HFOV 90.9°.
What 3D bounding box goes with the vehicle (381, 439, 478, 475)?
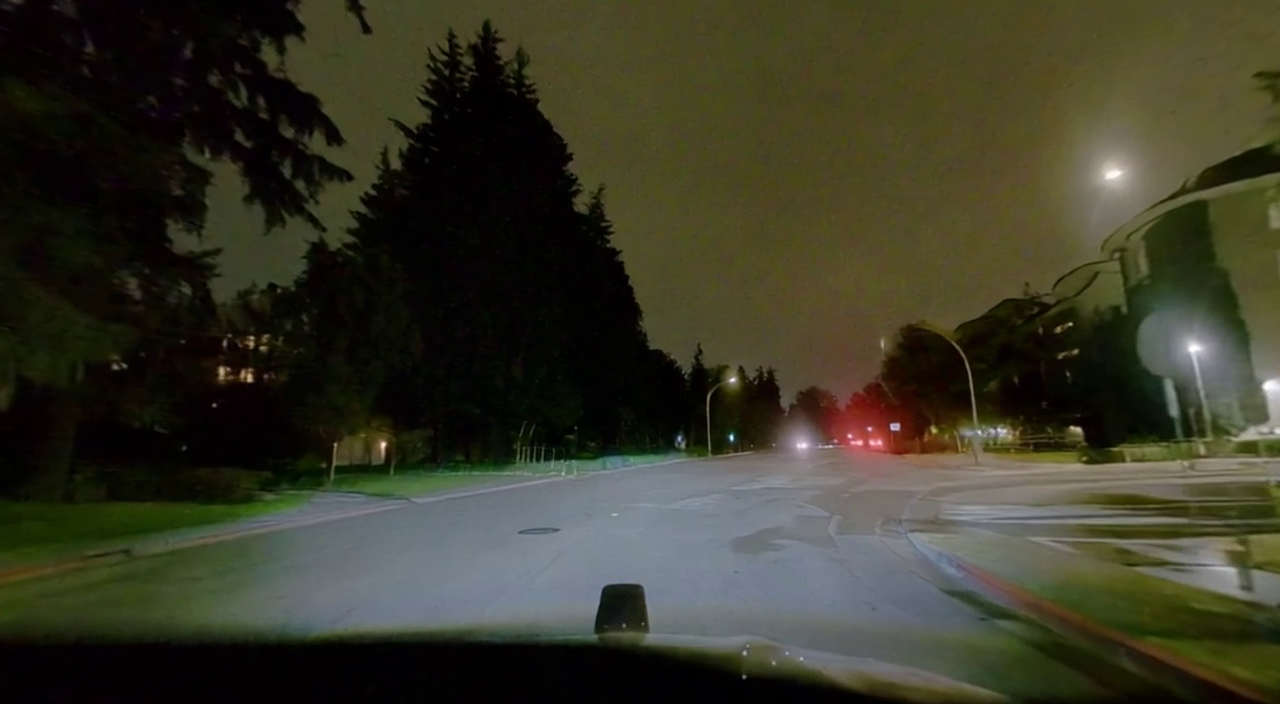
[{"bbox_3d":[-10.248,5.164,31.037,4.252,1.681,1.854,2,-9,-12],"label":"vehicle"}]
